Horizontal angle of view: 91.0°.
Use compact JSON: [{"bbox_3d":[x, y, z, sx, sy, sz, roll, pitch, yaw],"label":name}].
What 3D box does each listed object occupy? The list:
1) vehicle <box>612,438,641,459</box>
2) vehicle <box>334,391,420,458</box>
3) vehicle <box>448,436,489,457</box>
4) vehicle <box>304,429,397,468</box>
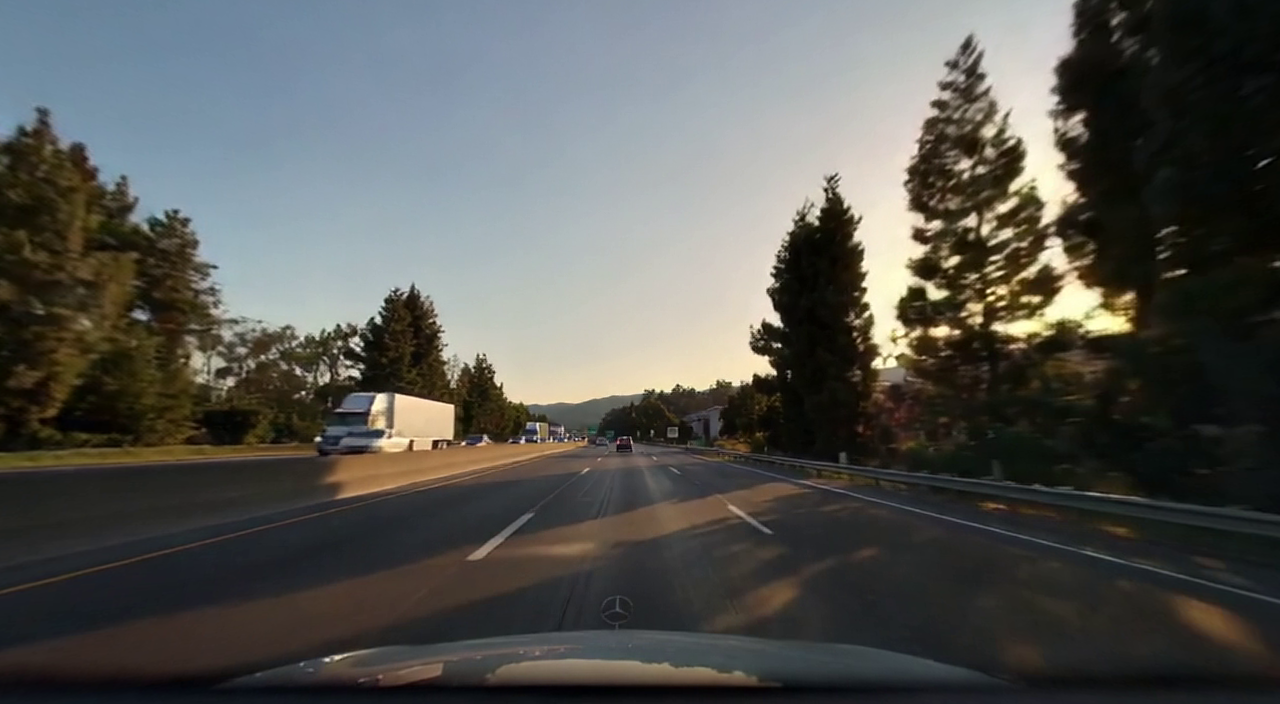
[{"bbox_3d":[-1.061,7.445,48.821,2.099,1.504,3.843,0,-8,-2],"label":"vehicle"},{"bbox_3d":[-17.360,4.921,42.112,3.058,4.142,6.328,0,-8,-2],"label":"vehicle"},{"bbox_3d":[-12.909,7.128,47.712,1.926,1.472,4.509,0,-8,-1],"label":"vehicle"},{"bbox_3d":[-12.611,4.241,27.792,2.122,1.566,4.276,0,-8,-1],"label":"vehicle"}]
